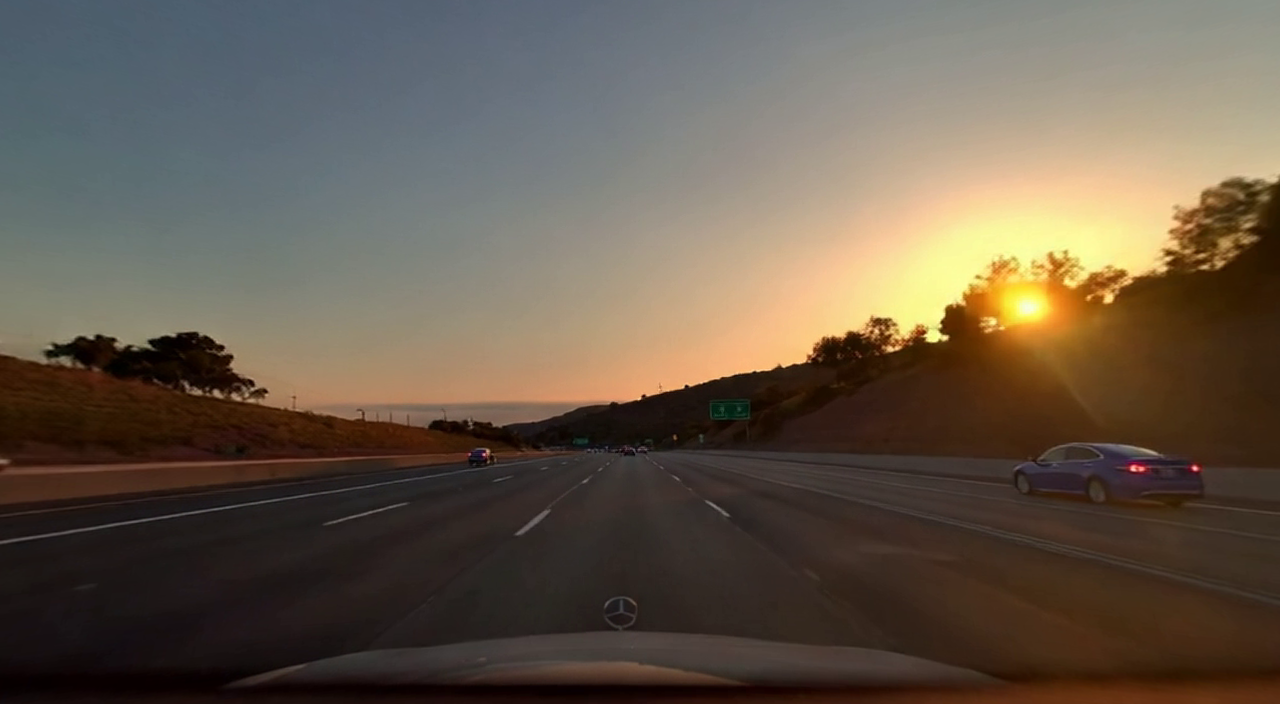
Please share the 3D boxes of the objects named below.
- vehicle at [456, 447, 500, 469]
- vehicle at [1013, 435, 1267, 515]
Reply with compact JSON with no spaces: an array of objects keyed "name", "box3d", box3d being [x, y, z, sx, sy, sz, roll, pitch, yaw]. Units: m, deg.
[{"name":"vehicle","box3d":[-11.489,7.542,45.064,1.921,1.452,4.429,0,-9,0]},{"name":"vehicle","box3d":[10.826,2.669,14.250,1.985,1.493,4.486,0,-9,-1]}]
